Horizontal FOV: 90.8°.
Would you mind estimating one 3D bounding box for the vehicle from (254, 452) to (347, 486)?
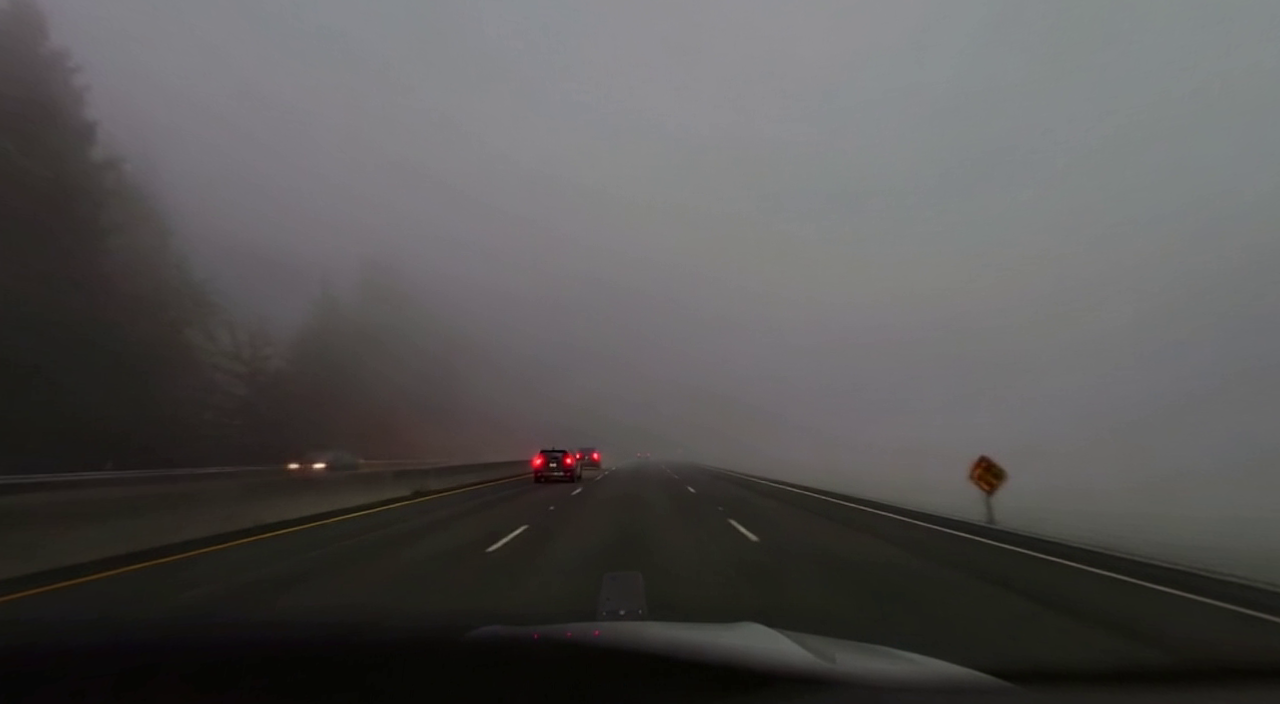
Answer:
[{"bbox_3d":[-17.076,5.873,32.041,1.984,1.534,4.841,0,-9,0],"label":"vehicle"}]

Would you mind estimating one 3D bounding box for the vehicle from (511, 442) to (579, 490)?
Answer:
[{"bbox_3d":[-3.417,4.175,23.406,1.846,1.600,4.108,0,-9,1],"label":"vehicle"}]
